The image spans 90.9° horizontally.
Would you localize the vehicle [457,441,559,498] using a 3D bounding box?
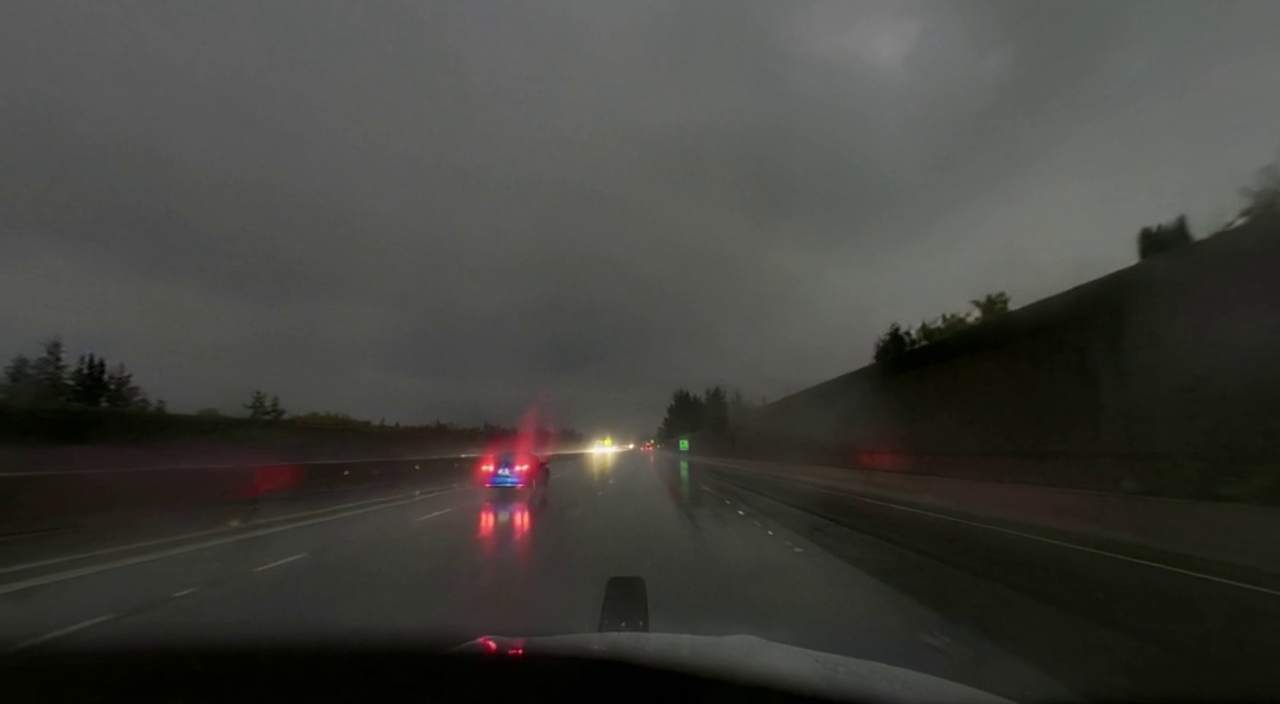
[{"bbox_3d":[-3.975,3.641,19.880,2.160,1.552,4.592,0,-9,1],"label":"vehicle"}]
